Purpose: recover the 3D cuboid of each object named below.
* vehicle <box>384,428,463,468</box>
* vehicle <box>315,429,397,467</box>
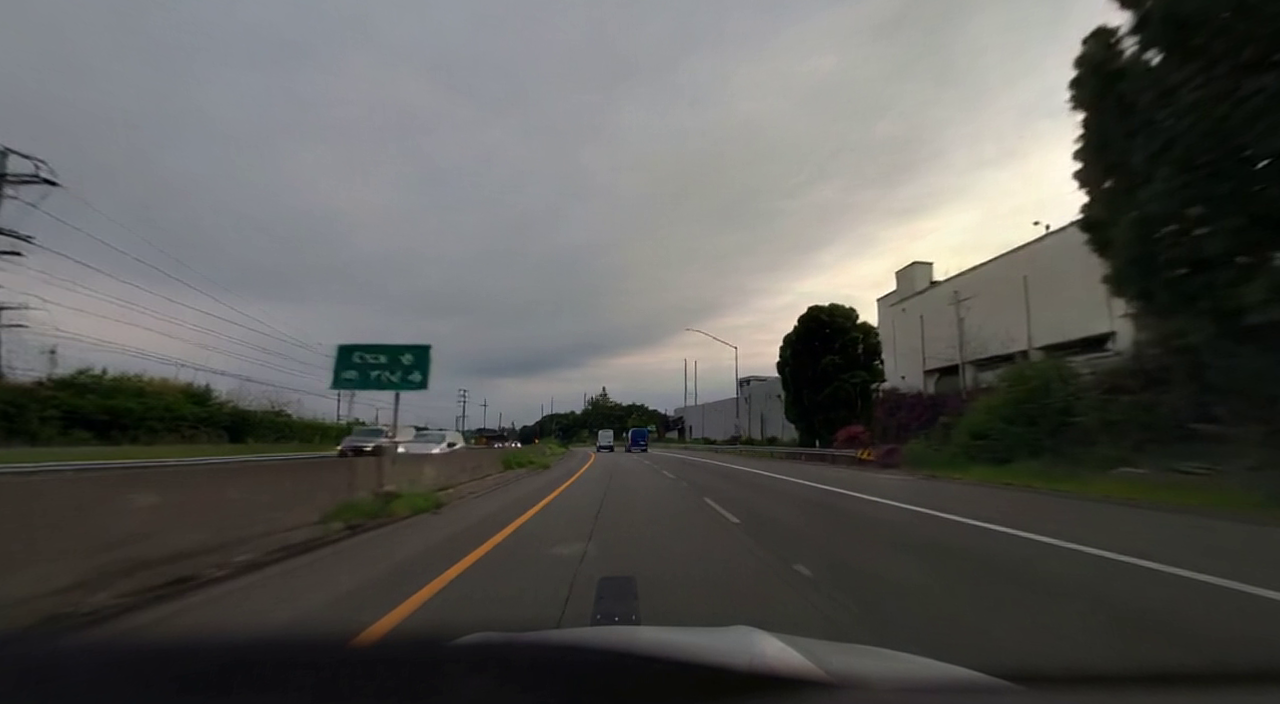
[{"bbox_3d":[-8.900,3.983,26.272,1.857,1.503,4.438,0,-8,-2],"label":"vehicle"},{"bbox_3d":[-12.830,4.349,28.755,1.891,1.569,4.069,0,-8,-1],"label":"vehicle"}]
